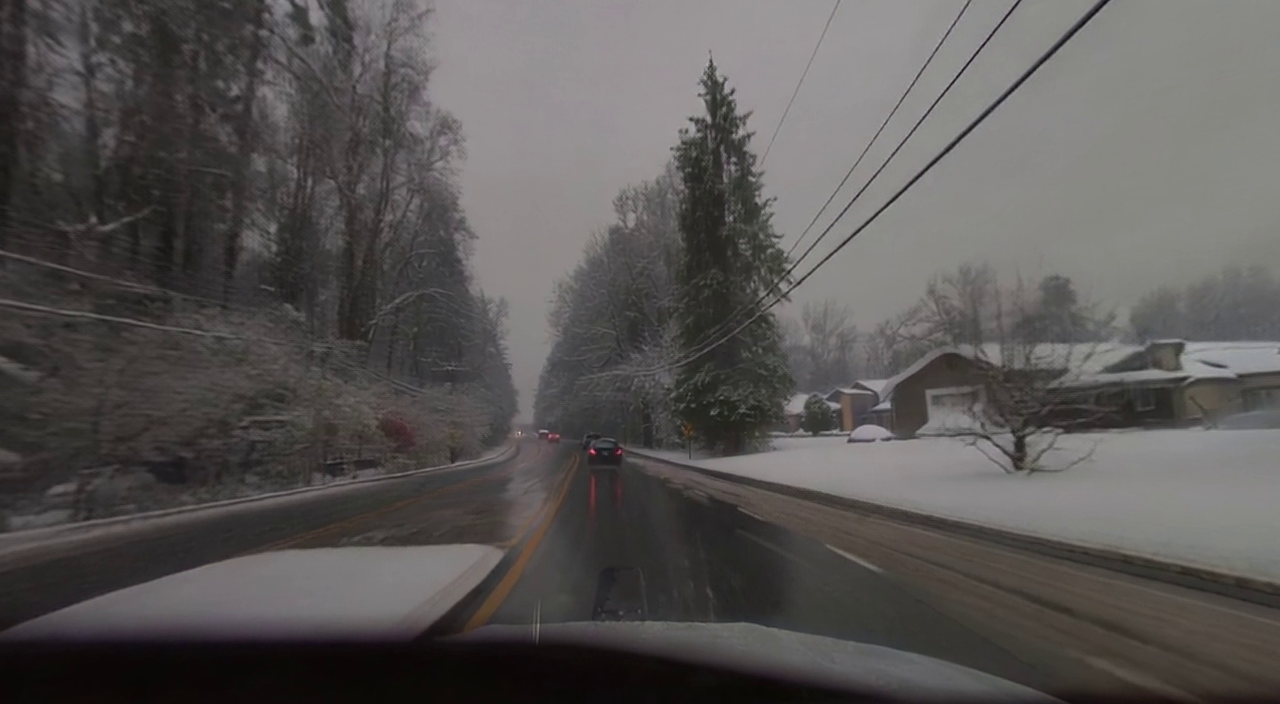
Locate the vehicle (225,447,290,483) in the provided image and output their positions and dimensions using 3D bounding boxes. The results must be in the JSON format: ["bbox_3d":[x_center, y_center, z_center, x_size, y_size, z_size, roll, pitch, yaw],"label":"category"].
[{"bbox_3d":[-24.508,7.197,40.721,2.076,2.085,5.241,3,-9,-15],"label":"vehicle"}]

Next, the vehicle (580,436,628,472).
[{"bbox_3d":[-1.890,5.138,31.983,2.216,1.708,4.110,1,-9,-5],"label":"vehicle"}]

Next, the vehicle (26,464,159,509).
[{"bbox_3d":[-21.400,5.219,24.979,1.792,1.471,4.511,1,-9,-10],"label":"vehicle"}]
